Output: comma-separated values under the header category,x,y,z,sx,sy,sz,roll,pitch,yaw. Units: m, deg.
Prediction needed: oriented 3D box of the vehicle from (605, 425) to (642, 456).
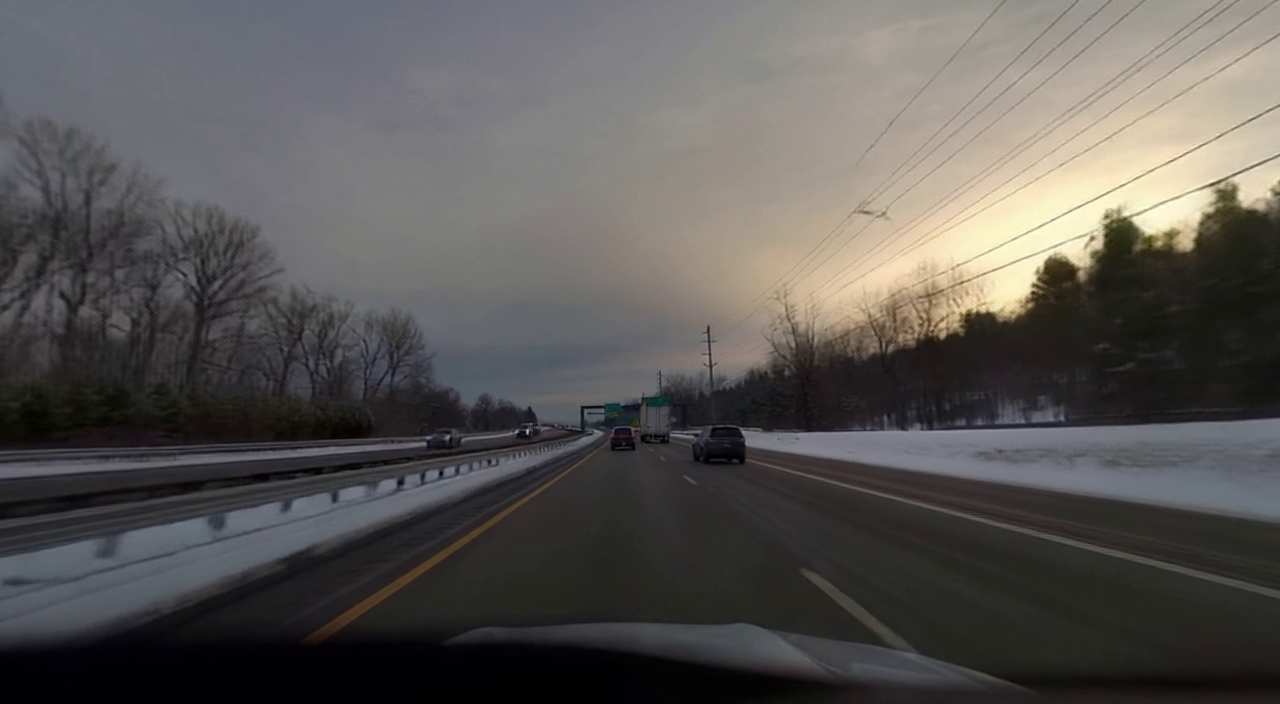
category,x,y,z,sx,sy,sz,roll,pitch,yaw
vehicle,-0.930,5.059,36.039,2.019,1.642,3.790,0,-8,-1

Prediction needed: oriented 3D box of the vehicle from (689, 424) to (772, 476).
category,x,y,z,sx,sy,sz,roll,pitch,yaw
vehicle,2.956,3.293,21.391,2.062,1.581,3.914,0,-8,-3

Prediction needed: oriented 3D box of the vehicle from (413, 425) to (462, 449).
category,x,y,z,sx,sy,sz,roll,pitch,yaw
vehicle,-13.098,5.561,40.950,1.815,1.475,4.344,0,-8,-2
